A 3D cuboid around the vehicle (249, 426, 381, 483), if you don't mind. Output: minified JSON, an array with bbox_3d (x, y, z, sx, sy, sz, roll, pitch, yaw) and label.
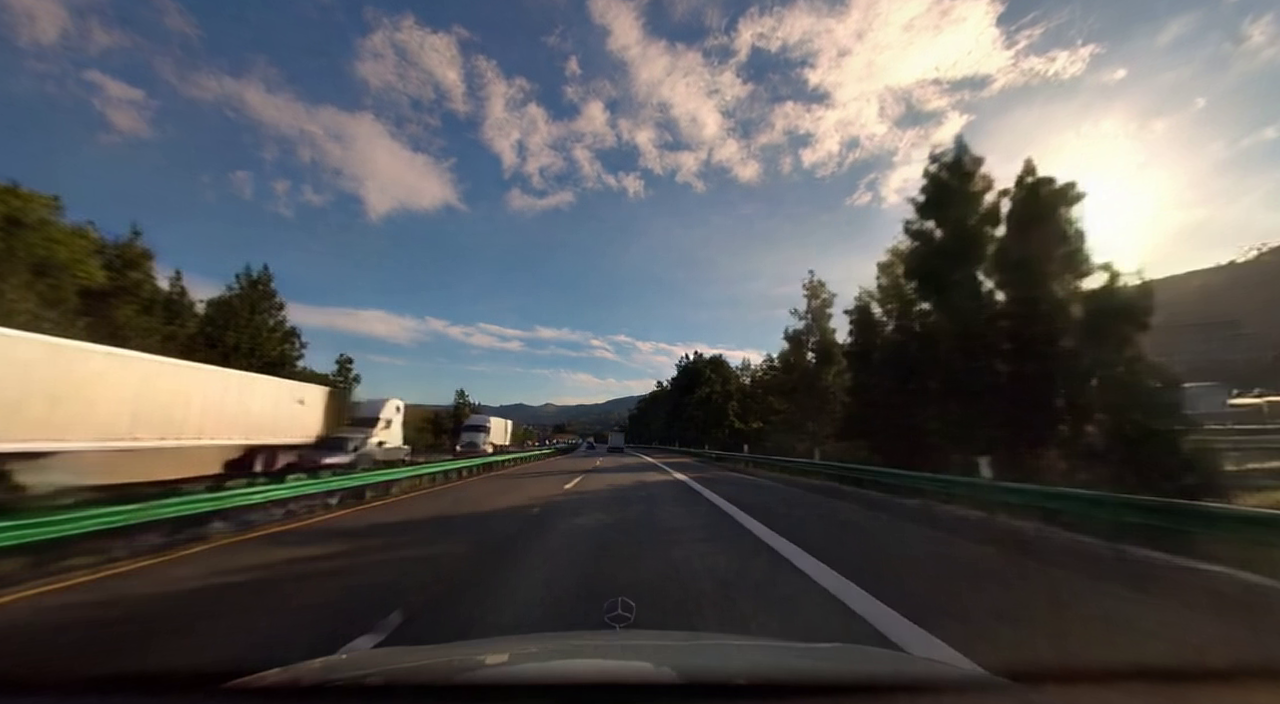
[{"bbox_3d":[-10.757,3.416,21.296,2.069,1.675,4.648,0,-8,-2],"label":"vehicle"}]

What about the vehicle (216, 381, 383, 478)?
[{"bbox_3d":[-15.052,3.641,28.954,2.955,3.745,8.712,0,-8,-1],"label":"vehicle"}]
